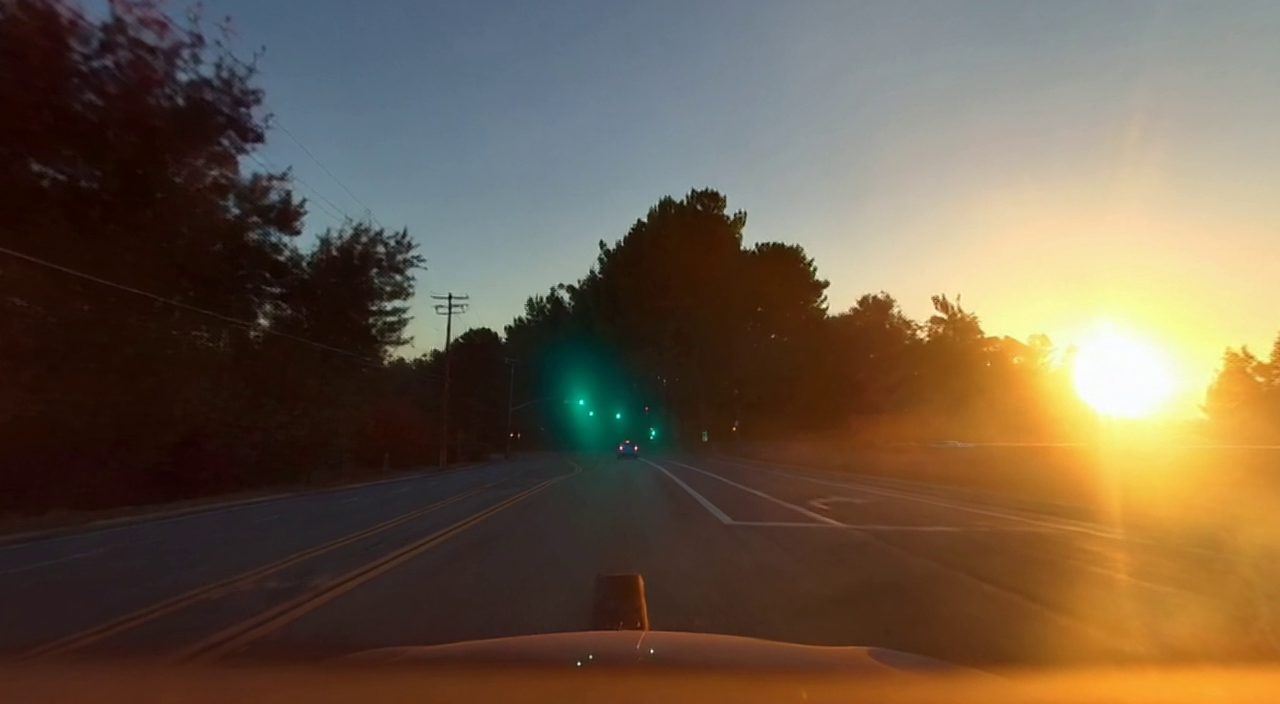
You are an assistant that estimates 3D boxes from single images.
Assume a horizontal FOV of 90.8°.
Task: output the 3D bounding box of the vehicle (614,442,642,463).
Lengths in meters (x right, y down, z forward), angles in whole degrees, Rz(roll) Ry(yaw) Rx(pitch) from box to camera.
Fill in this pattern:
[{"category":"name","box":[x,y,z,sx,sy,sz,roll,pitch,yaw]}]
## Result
[{"category":"vehicle","box":[-0.949,7.529,47.420,2.042,1.489,3.963,0,-8,-2]}]
